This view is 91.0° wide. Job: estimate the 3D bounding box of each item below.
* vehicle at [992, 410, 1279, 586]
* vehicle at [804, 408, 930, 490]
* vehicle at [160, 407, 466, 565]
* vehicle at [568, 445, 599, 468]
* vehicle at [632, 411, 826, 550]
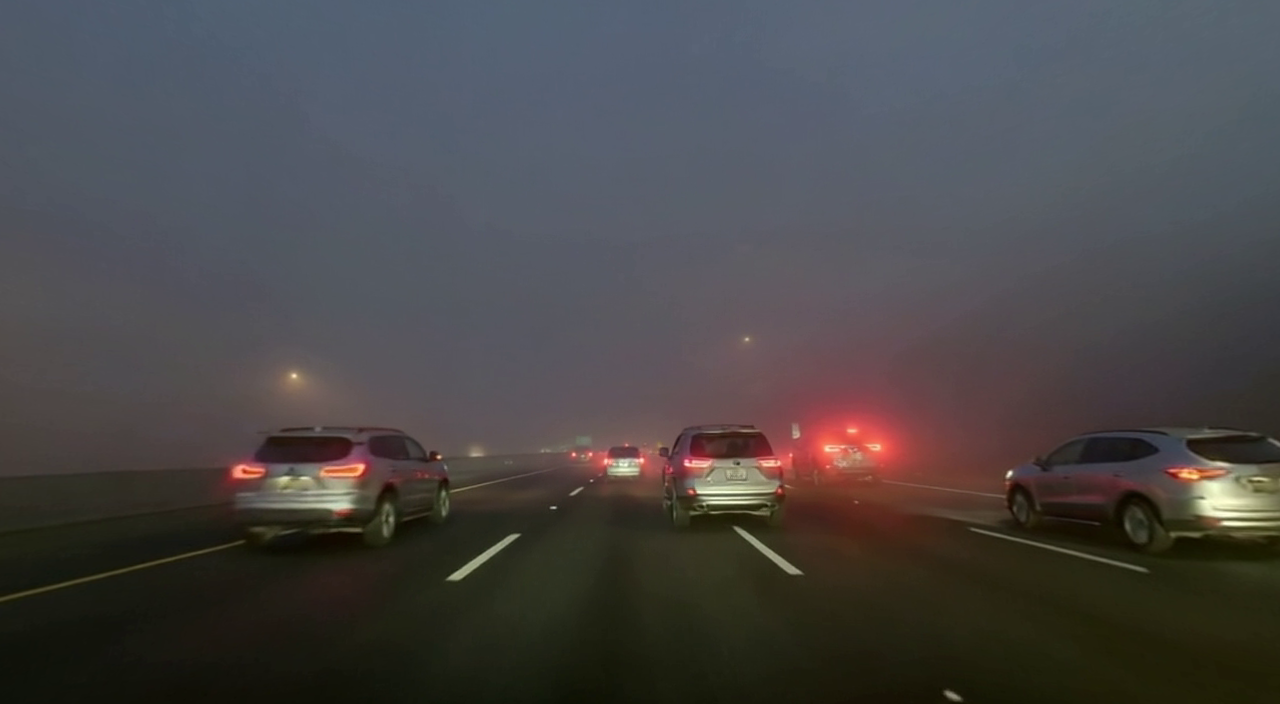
[{"bbox_3d":[6.919,1.724,8.245,1.972,1.647,4.429,0,-9,-1],"label":"vehicle"},{"bbox_3d":[7.821,3.463,22.541,2.390,2.503,5.788,0,-9,1],"label":"vehicle"},{"bbox_3d":[-4.304,1.856,9.419,2.047,1.755,4.638,0,-9,0],"label":"vehicle"},{"bbox_3d":[-4.195,7.841,47.413,1.889,1.600,4.043,0,-9,1],"label":"vehicle"},{"bbox_3d":[1.120,1.938,10.073,2.230,1.740,3.976,1,-9,-4],"label":"vehicle"}]
